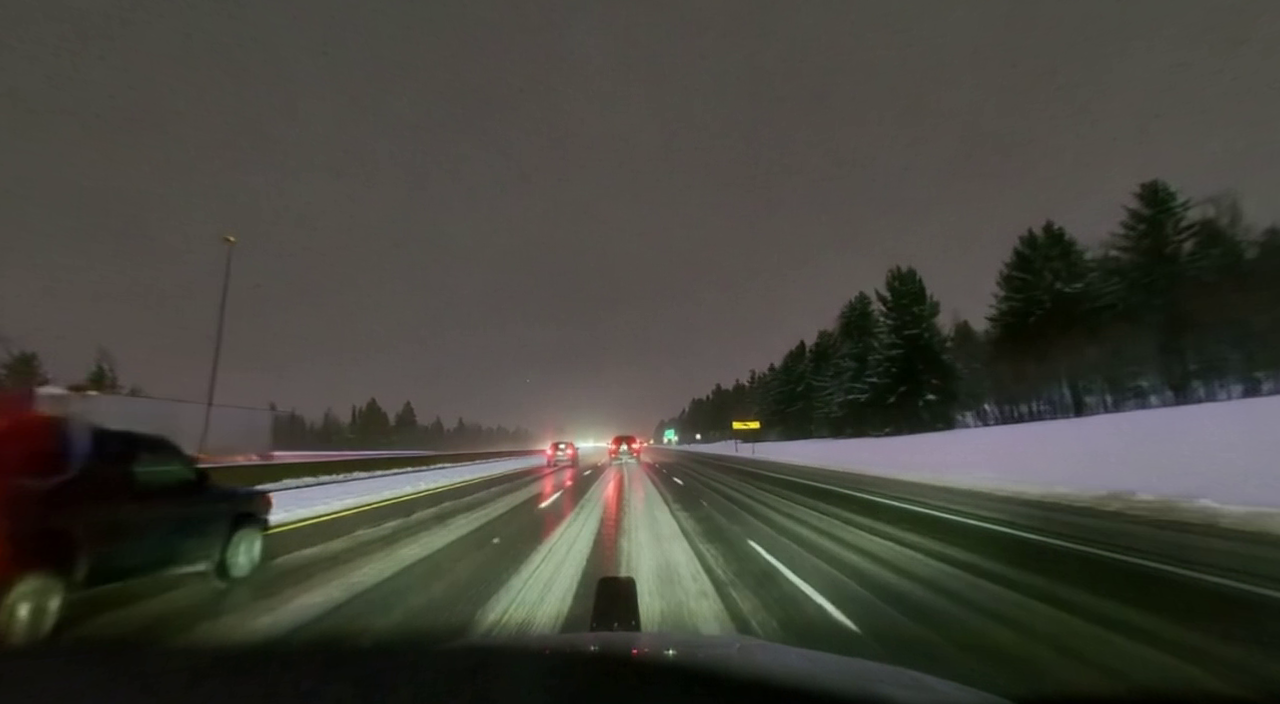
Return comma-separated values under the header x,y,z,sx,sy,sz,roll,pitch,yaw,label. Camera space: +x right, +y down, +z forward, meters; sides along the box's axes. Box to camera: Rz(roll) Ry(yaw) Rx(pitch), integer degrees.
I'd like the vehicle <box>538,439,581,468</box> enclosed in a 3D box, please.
x,y,z,sx,sy,sz,roll,pitch,yaw,label
-4.701,5.978,37.313,2.039,1.602,4.317,0,-8,-1,vehicle

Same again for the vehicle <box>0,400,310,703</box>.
x,y,z,sx,sy,sz,roll,pitch,yaw,label
-4.233,1.185,4.262,1.945,1.550,3.780,0,-8,-1,vehicle

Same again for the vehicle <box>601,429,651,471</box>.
x,y,z,sx,sy,sz,roll,pitch,yaw,label
-0.719,4.942,31.963,2.382,1.973,4.439,0,-8,-1,vehicle
